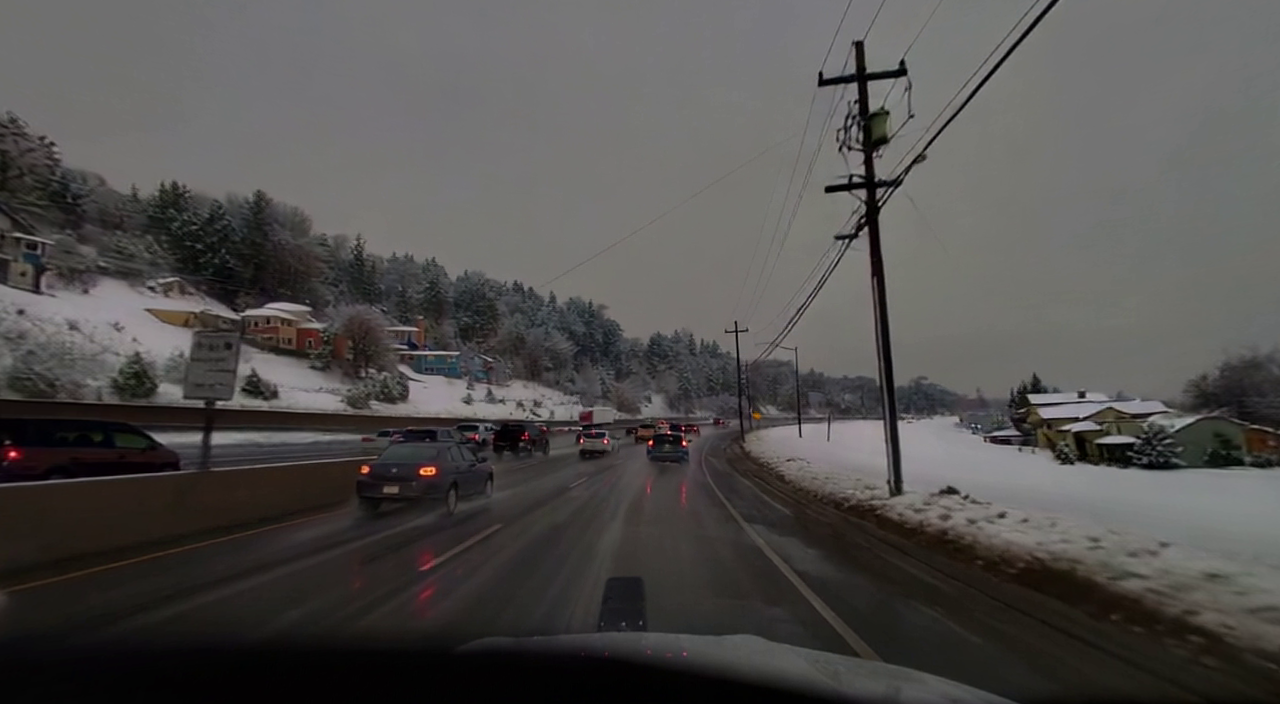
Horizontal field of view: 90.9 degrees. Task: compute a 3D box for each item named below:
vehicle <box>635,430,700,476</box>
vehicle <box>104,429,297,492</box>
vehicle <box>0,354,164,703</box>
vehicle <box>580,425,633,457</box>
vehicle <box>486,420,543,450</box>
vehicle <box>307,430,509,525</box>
[{"bbox_3d":[1.020,3.585,22.615,2.109,1.495,3.935,-1,-8,4],"label":"vehicle"},{"bbox_3d":[-12.748,3.175,18.775,1.986,1.622,4.548,-2,-8,10],"label":"vehicle"},{"bbox_3d":[-4.134,0.721,1.794,2.079,1.763,4.295,0,-8,2],"label":"vehicle"},{"bbox_3d":[-1.786,4.958,34.917,2.121,1.639,4.383,-1,-8,8],"label":"vehicle"},{"bbox_3d":[-8.300,5.565,42.002,2.080,1.833,4.461,-2,-9,12],"label":"vehicle"},{"bbox_3d":[-4.180,2.337,12.425,1.956,1.478,4.789,-1,-8,3],"label":"vehicle"}]
